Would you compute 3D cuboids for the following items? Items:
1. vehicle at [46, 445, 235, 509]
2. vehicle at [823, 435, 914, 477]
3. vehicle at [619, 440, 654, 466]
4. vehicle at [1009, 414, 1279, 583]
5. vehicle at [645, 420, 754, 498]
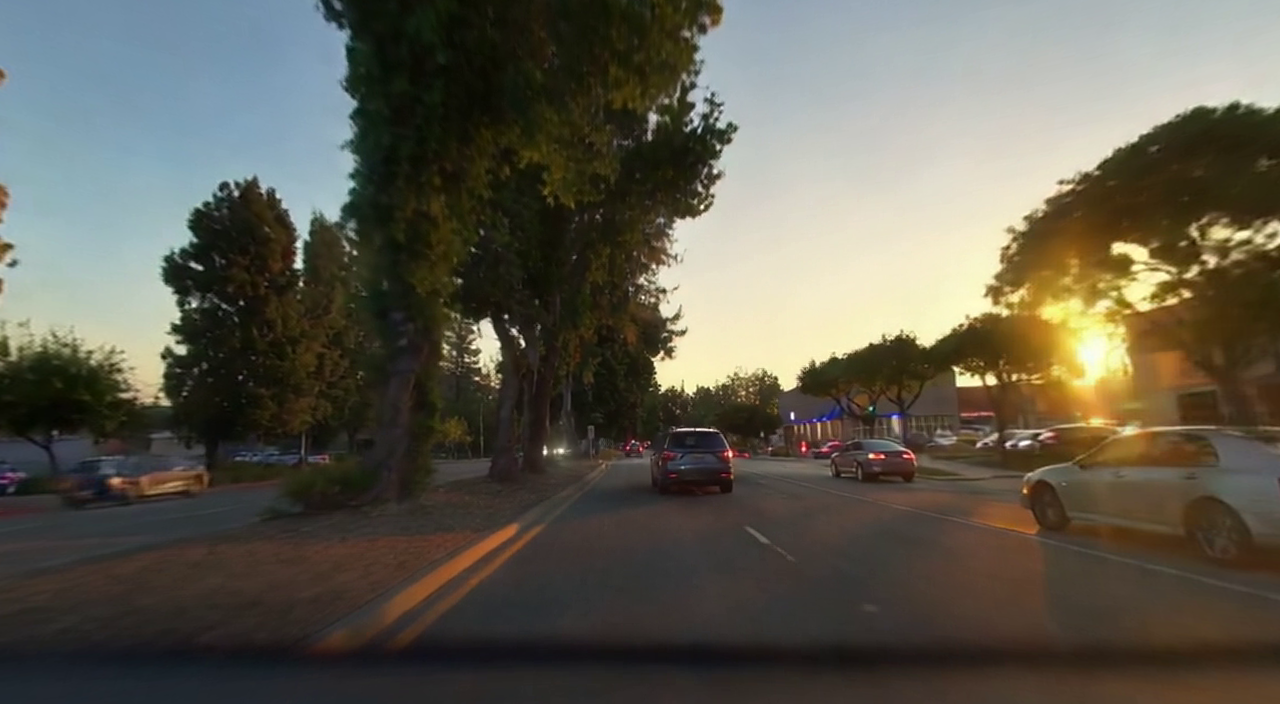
[{"bbox_3d":[-16.068,3.998,20.822,2.124,1.802,5.097,0,-8,-1],"label":"vehicle"},{"bbox_3d":[9.120,4.182,25.658,1.894,1.517,4.419,0,-8,-2],"label":"vehicle"},{"bbox_3d":[-0.220,6.171,38.792,2.050,1.504,4.024,0,-8,-1],"label":"vehicle"},{"bbox_3d":[6.676,1.568,7.428,1.994,1.488,4.313,0,-8,-1],"label":"vehicle"},{"bbox_3d":[1.459,2.955,17.826,2.300,1.870,4.936,0,-8,-3],"label":"vehicle"}]
